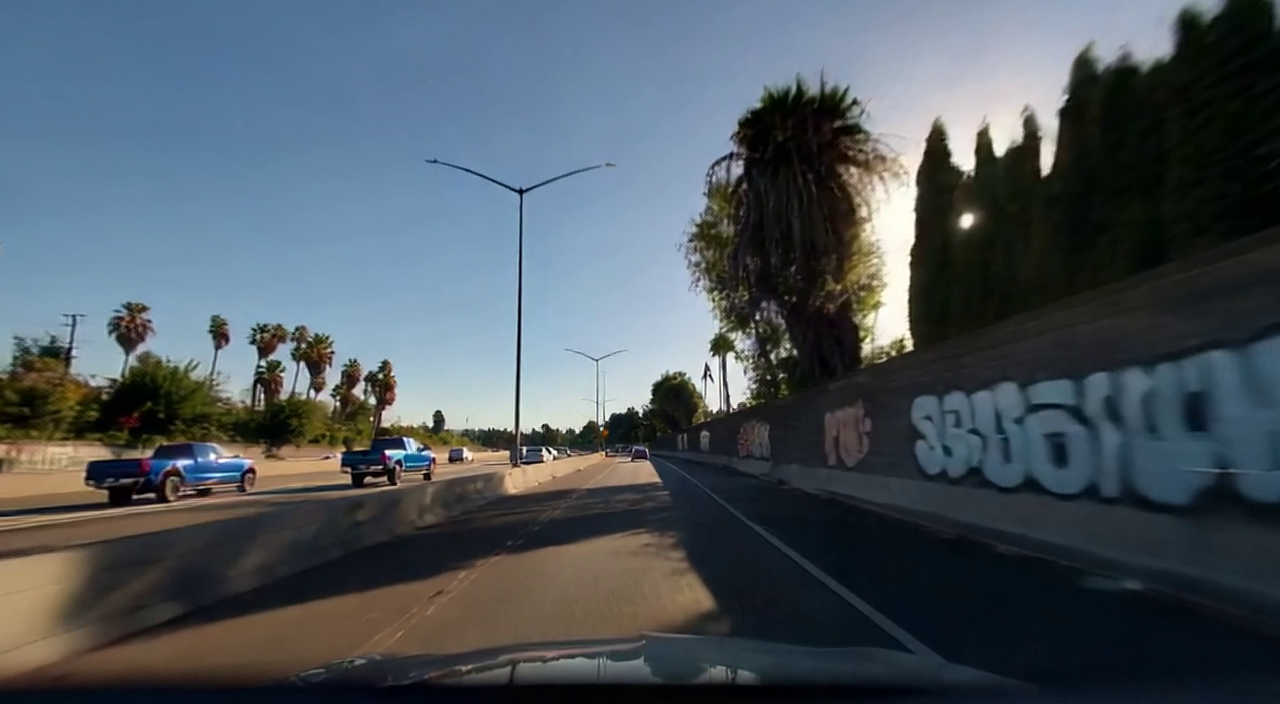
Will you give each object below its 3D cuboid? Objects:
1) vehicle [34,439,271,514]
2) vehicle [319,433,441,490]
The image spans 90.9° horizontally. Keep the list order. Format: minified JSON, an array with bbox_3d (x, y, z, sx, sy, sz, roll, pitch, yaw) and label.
[{"bbox_3d":[-14.117,3.598,18.988,2.272,1.882,5.941,0,-9,1],"label":"vehicle"},{"bbox_3d":[-10.117,4.313,25.202,2.342,1.999,5.594,0,-9,1],"label":"vehicle"}]
